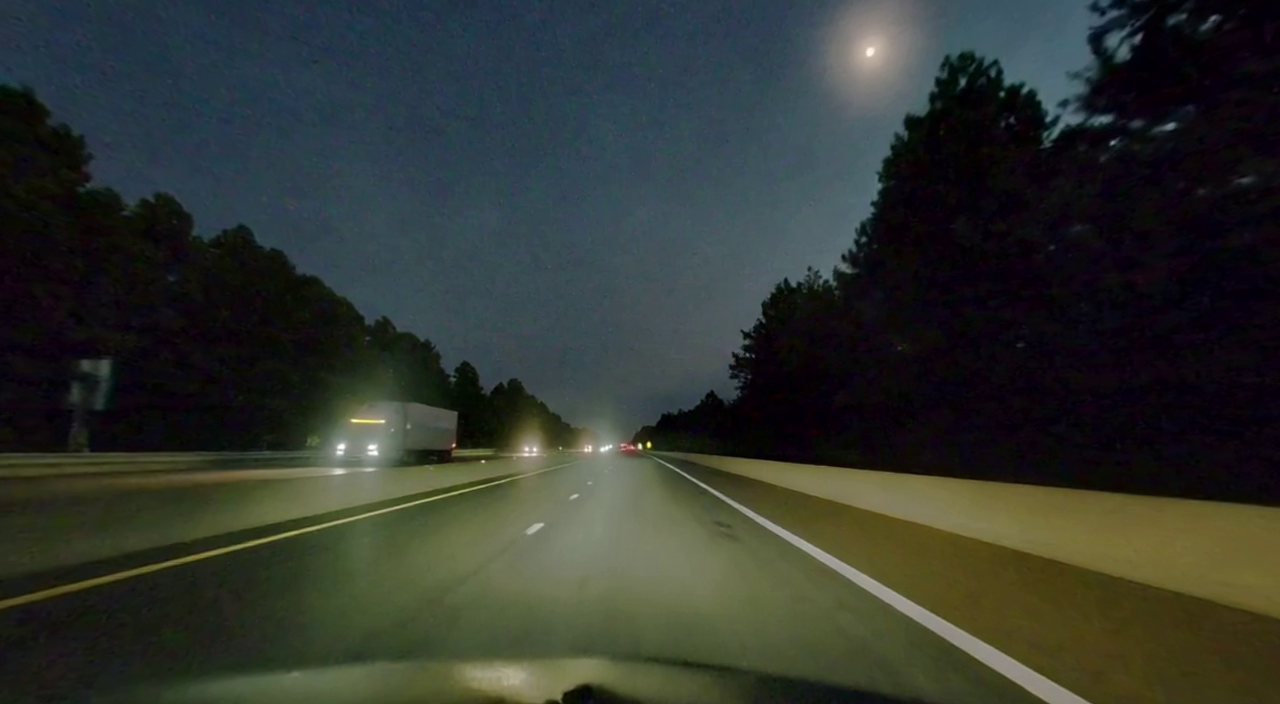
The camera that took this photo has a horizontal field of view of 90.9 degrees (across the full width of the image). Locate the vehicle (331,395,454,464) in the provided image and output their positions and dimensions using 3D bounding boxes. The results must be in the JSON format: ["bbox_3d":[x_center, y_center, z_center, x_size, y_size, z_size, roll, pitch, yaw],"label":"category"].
[{"bbox_3d":[-16.770,5.680,44.468,2.924,4.069,14.387,0,-9,0],"label":"vehicle"}]
